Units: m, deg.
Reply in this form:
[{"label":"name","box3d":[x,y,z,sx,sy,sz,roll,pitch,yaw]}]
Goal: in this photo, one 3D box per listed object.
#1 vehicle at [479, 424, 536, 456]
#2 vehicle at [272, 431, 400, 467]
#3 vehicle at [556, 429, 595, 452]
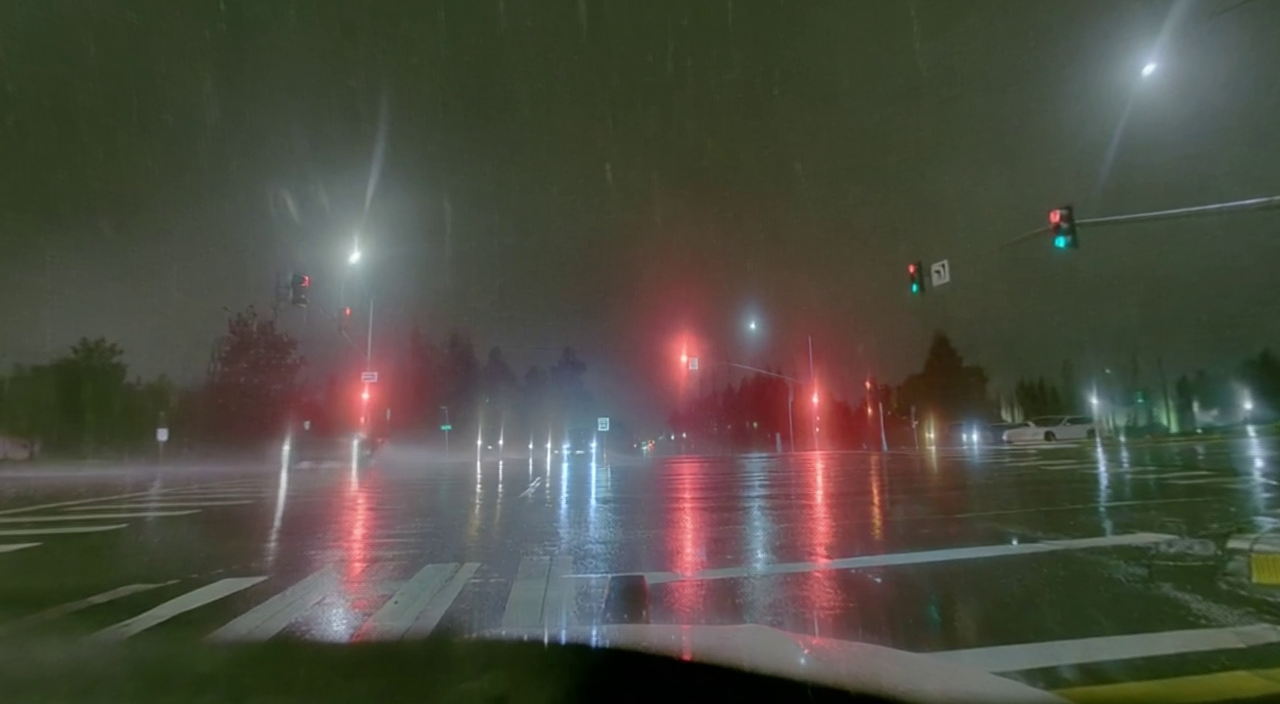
[{"label":"vehicle","box3d":[-8.368,5.664,40.376,2.000,1.864,5.044,-1,-9,7]},{"label":"vehicle","box3d":[-12.863,4.139,26.943,4.510,1.431,1.884,1,-9,-10]},{"label":"vehicle","box3d":[-4.402,6.168,43.767,1.919,1.467,4.086,-1,-9,5]}]
